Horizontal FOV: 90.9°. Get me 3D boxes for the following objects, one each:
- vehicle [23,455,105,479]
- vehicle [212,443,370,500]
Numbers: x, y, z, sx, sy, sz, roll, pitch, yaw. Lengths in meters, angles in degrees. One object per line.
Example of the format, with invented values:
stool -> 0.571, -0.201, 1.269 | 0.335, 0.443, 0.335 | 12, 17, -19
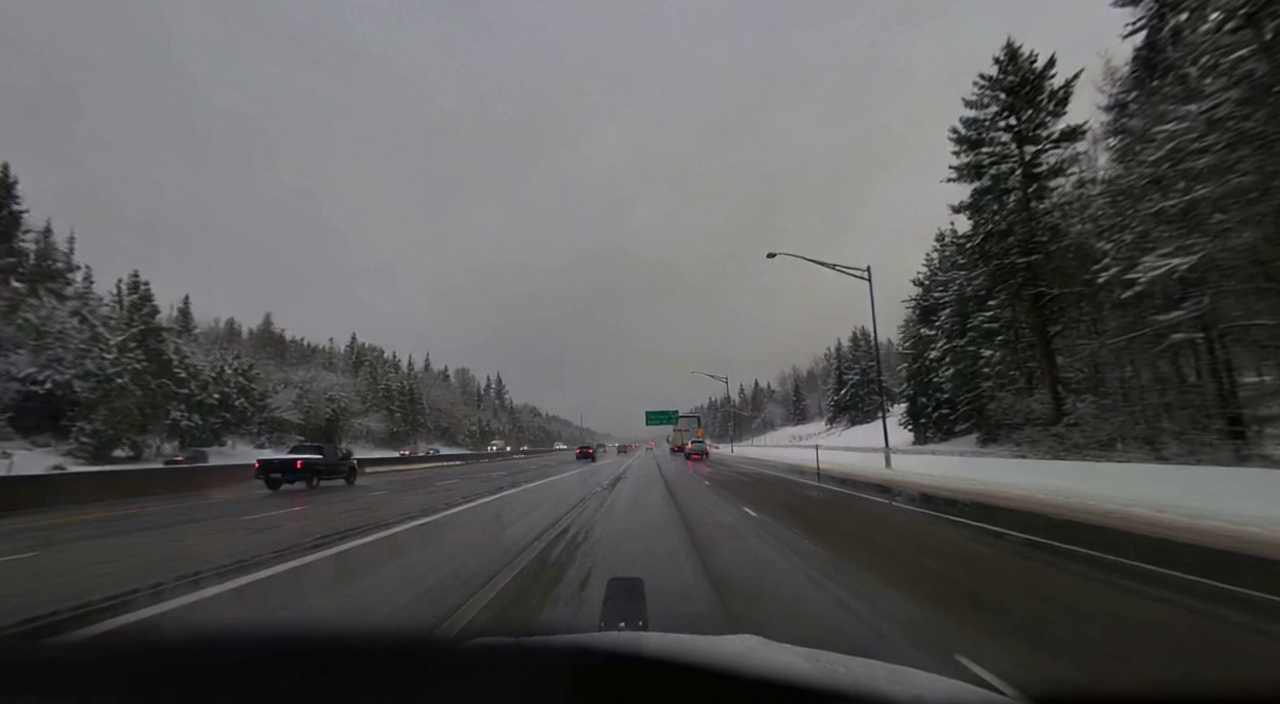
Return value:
vehicle -> -40.336, 8.043, 44.268 | 1.707, 1.471, 4.165 | 0, -8, 2
vehicle -> -10.014, 3.427, 18.610 | 1.899, 1.465, 4.589 | 0, -8, 2
